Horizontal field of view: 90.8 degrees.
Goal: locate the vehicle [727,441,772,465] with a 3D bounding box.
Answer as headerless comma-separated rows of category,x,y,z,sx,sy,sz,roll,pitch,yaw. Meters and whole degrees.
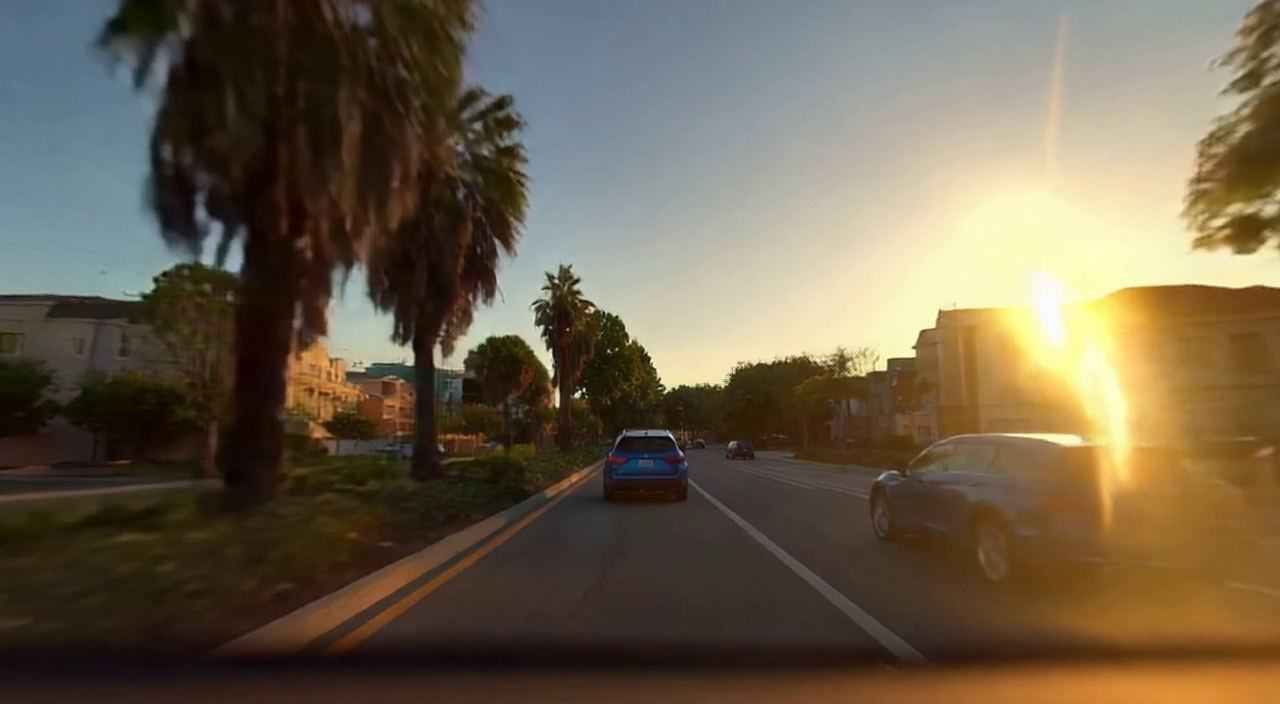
vehicle,6.841,6.349,39.919,1.930,1.457,4.267,0,-8,-2

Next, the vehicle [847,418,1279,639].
vehicle,3.935,1.528,6.615,1.941,1.472,4.570,0,-8,-1

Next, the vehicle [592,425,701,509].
vehicle,0.104,2.680,15.176,2.239,1.693,4.301,0,-8,-1
